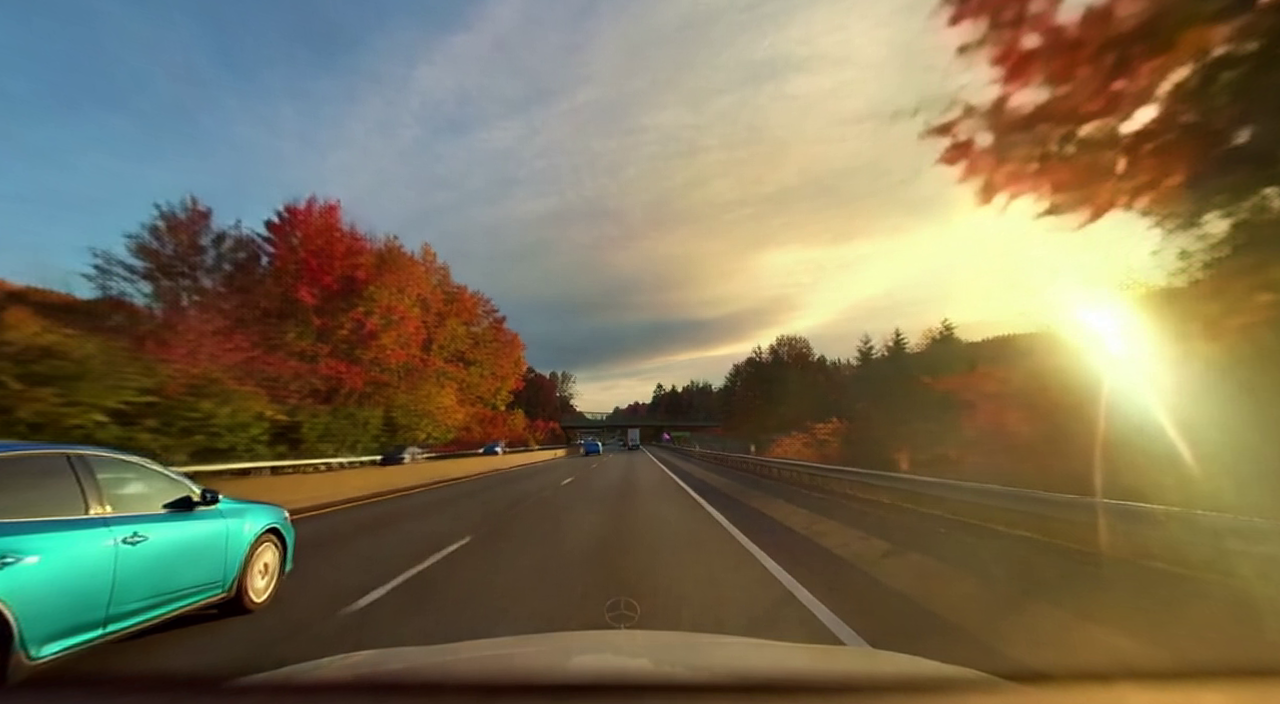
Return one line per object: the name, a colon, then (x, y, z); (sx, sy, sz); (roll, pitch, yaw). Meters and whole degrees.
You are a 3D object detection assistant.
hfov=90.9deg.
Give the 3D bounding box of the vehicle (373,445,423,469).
vehicle: (-15.923, 6.892, 41.617); (1.757, 1.474, 3.876); (0, -8, 0)
